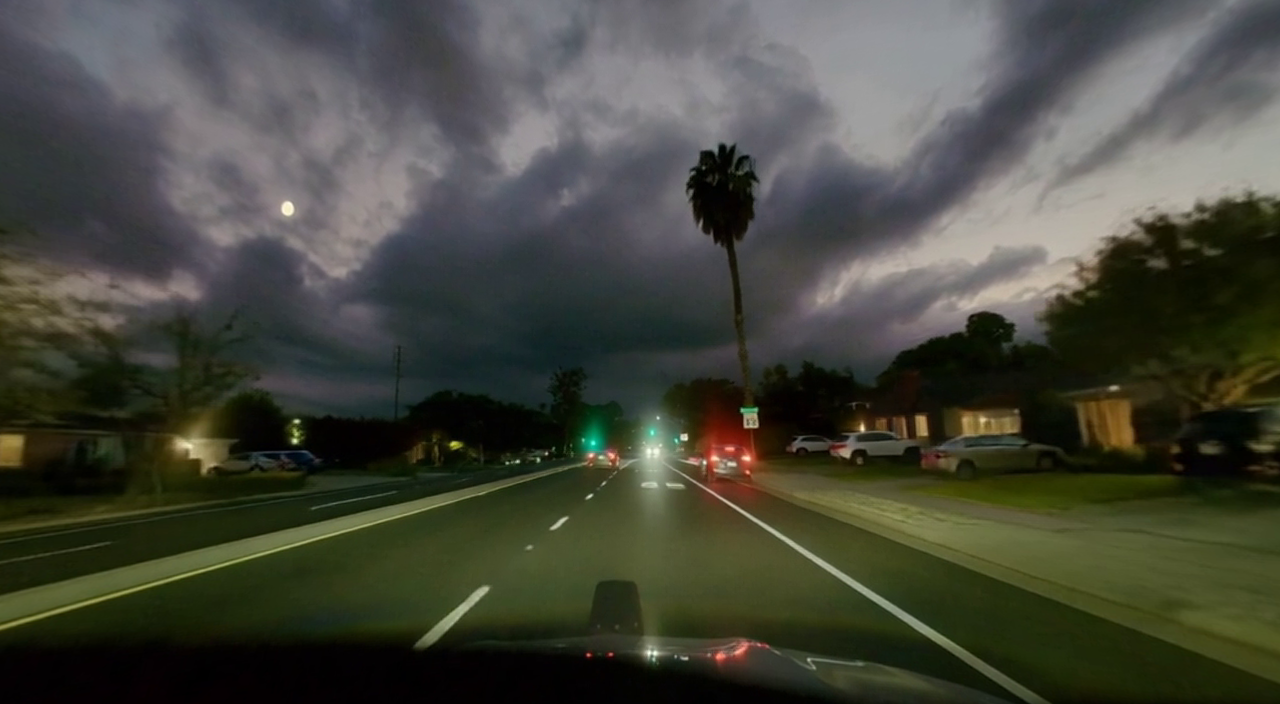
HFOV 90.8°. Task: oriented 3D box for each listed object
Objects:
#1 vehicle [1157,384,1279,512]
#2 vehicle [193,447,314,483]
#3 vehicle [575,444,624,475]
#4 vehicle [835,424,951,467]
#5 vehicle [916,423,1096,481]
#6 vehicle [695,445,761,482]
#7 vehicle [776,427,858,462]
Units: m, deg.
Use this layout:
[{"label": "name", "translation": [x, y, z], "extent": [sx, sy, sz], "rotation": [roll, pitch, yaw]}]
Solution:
[{"label": "vehicle", "translation": [11.205, 1.527, 10.821], "extent": [4.531, 1.864, 2.037], "rotation": [2, -11, -32]}, {"label": "vehicle", "translation": [-19.906, 5.814, 32.700], "extent": [4.992, 1.779, 1.928], "rotation": [0, -9, 2]}, {"label": "vehicle", "translation": [-2.044, 5.579, 33.058], "extent": [2.035, 1.474, 4.284], "rotation": [0, -9, 4]}, {"label": "vehicle", "translation": [12.036, 4.506, 30.363], "extent": [4.710, 1.731, 1.972], "rotation": [-4, -10, 7]}, {"label": "vehicle", "translation": [11.426, 3.140, 19.961], "extent": [4.454, 1.499, 1.821], "rotation": [-3, -9, -1]}, {"label": "vehicle", "translation": [3.762, 4.875, 27.875], "extent": [2.025, 1.456, 4.865], "rotation": [0, -9, -3]}, {"label": "vehicle", "translation": [13.803, 7.257, 49.436], "extent": [5.550, 2.066, 2.288], "rotation": [-12, -13, 29]}]
